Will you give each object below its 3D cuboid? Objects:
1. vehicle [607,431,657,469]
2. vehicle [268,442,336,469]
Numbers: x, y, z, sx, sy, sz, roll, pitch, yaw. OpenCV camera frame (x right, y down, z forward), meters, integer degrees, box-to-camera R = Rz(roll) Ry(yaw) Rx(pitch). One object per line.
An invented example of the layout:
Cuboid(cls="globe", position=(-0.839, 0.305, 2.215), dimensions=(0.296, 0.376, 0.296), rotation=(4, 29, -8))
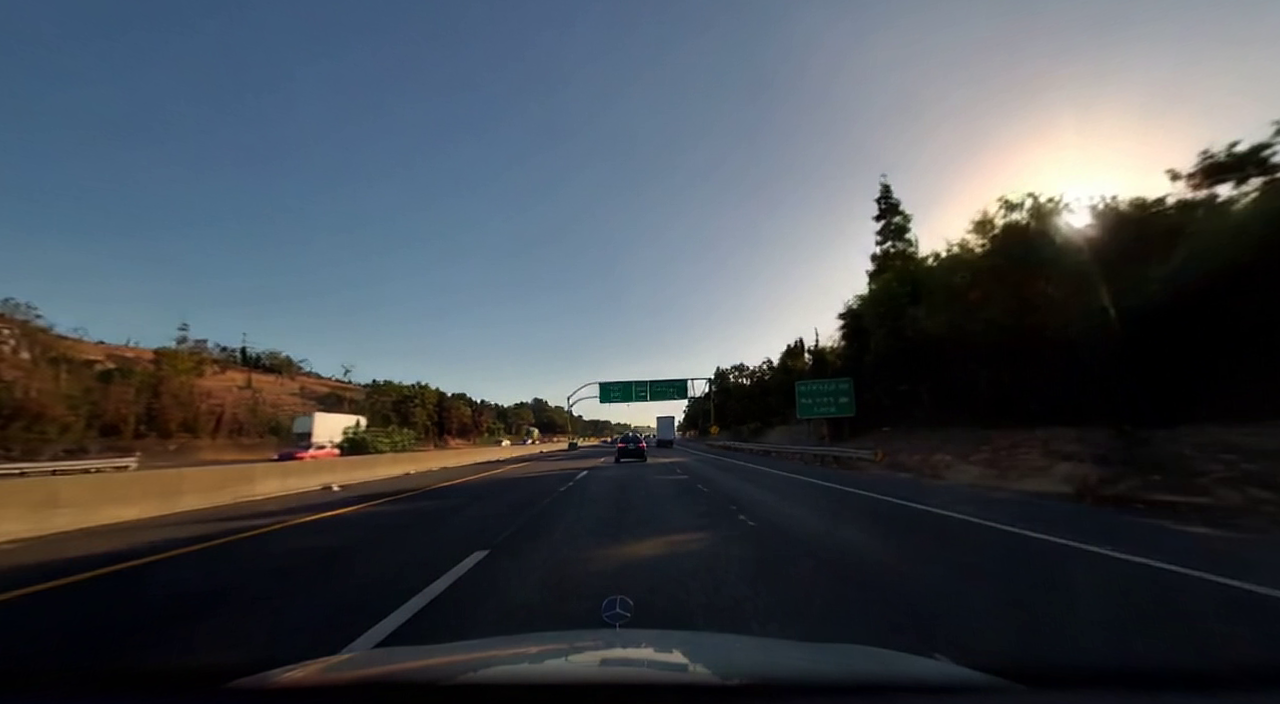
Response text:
Cuboid(cls="vehicle", position=(-0.366, 4.367, 28.306), dimensions=(2.094, 1.600, 3.666), rotation=(0, -8, -1))
Cuboid(cls="vehicle", position=(-19.449, 5.925, 36.439), dimensions=(1.781, 1.430, 3.836), rotation=(0, -8, 0))
